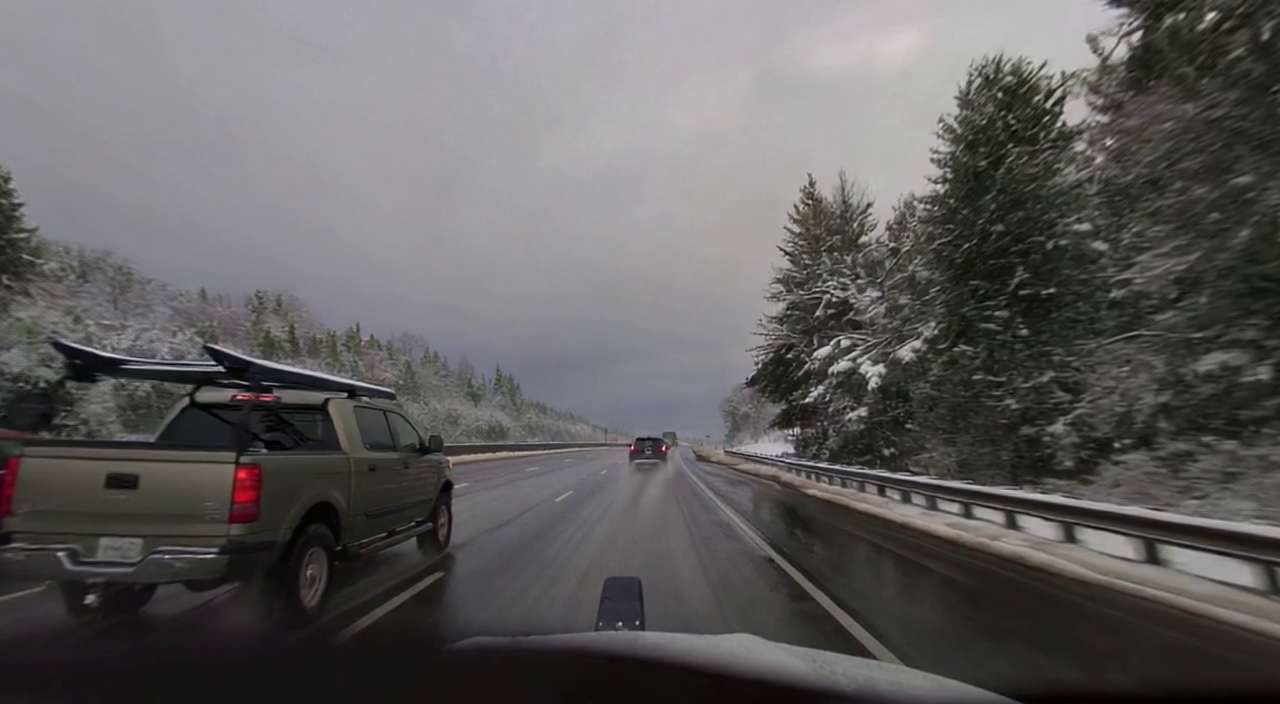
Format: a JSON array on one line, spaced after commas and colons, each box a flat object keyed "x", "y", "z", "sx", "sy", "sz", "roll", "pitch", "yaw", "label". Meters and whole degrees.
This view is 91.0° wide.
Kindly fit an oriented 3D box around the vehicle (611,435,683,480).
[{"x": 0.289, "y": 4.391, "z": 26.549, "sx": 2.715, "sy": 1.669, "sz": 5.163, "roll": 0, "pitch": -9, "yaw": 1, "label": "vehicle"}]

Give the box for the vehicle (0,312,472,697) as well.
[{"x": -3.327, "y": 1.109, "z": 5.681, "sx": 2.250, "sy": 1.947, "sz": 4.860, "roll": 0, "pitch": -9, "yaw": 0, "label": "vehicle"}]
